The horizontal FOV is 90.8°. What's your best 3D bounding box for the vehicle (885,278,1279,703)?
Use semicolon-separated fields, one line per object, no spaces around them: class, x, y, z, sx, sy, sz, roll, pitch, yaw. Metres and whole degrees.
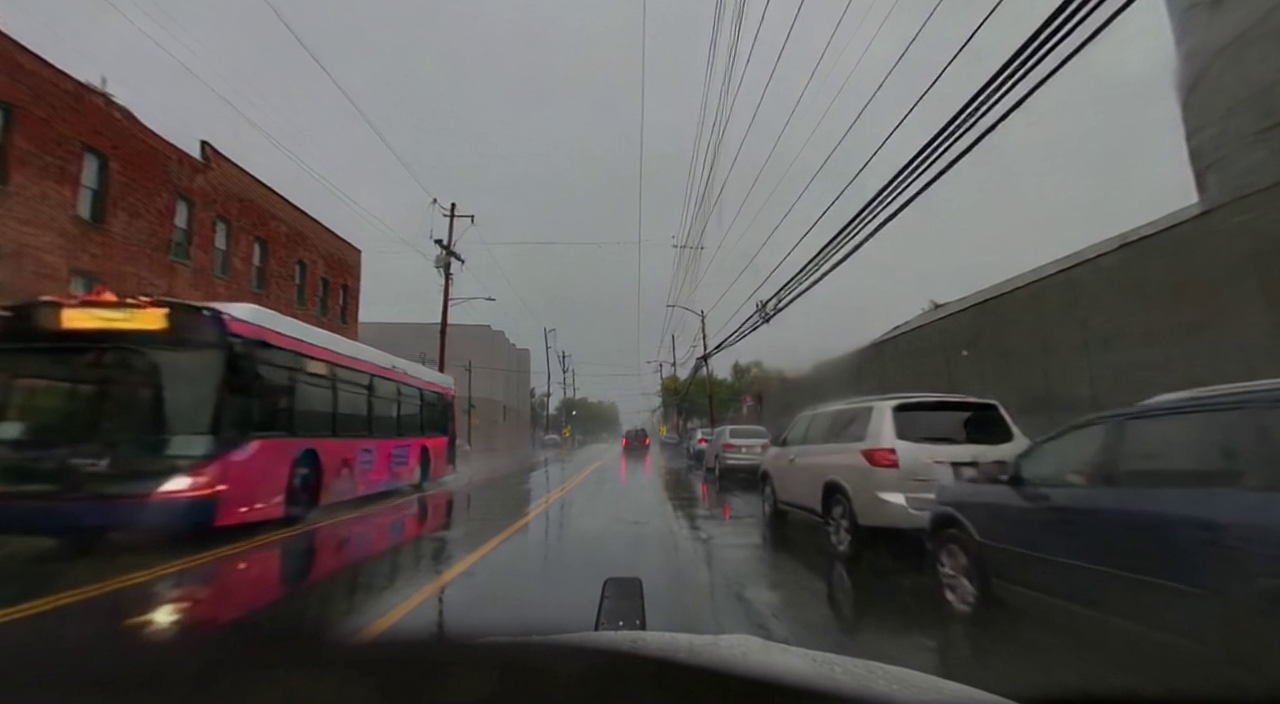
vehicle;3.106;0.810;2.834;2.171;1.751;4.373;1;-10;-1

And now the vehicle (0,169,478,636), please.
vehicle;-5.298;1.247;10.856;3.297;3.342;12.875;1;-9;-8

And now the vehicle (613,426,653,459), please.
vehicle;-0.402;5.365;37.269;2.190;1.783;4.048;0;-9;0

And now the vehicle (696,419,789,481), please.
vehicle;3.156;3.178;20.502;2.102;1.765;4.674;0;-9;-2
